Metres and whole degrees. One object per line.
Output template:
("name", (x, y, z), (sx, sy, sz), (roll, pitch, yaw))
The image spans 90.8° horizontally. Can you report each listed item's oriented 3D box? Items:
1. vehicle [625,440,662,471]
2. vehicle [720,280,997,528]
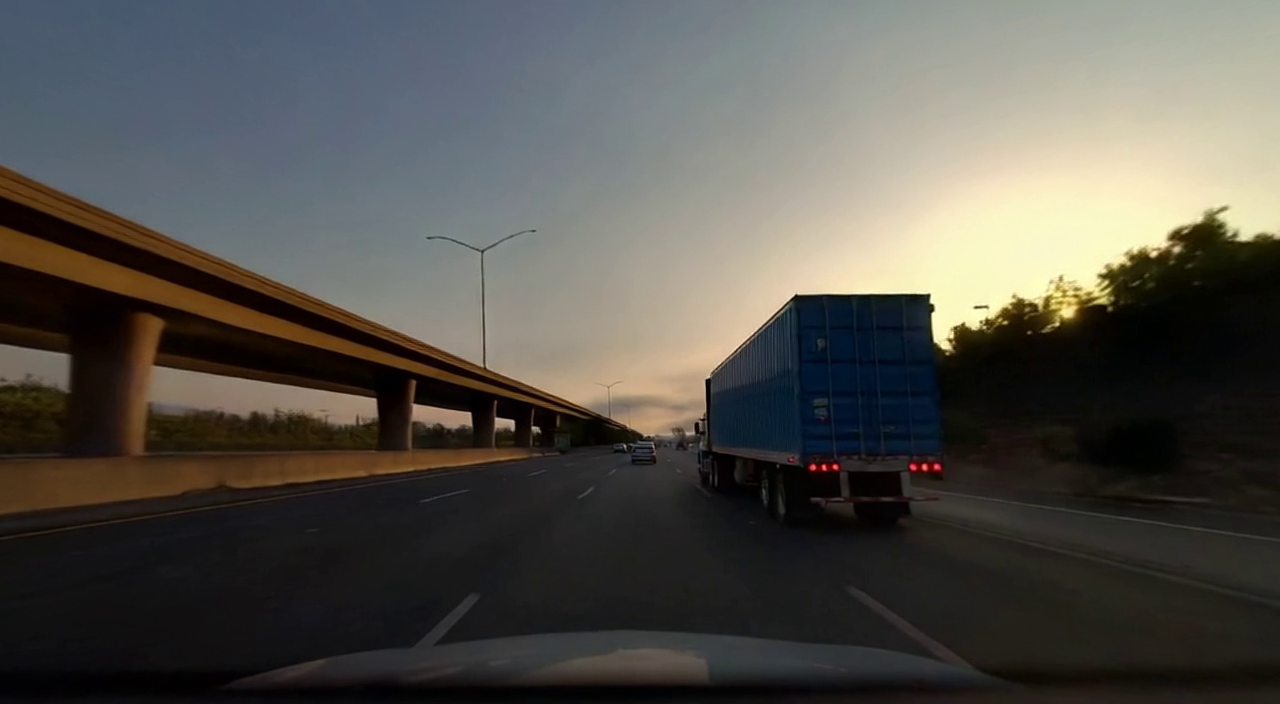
("vehicle", (0.227, 6.075, 37.348), (2.077, 1.716, 4.514), (0, -9, 1))
("vehicle", (4.168, 1.552, 15.363), (2.964, 4.063, 10.072), (0, -9, -1))
